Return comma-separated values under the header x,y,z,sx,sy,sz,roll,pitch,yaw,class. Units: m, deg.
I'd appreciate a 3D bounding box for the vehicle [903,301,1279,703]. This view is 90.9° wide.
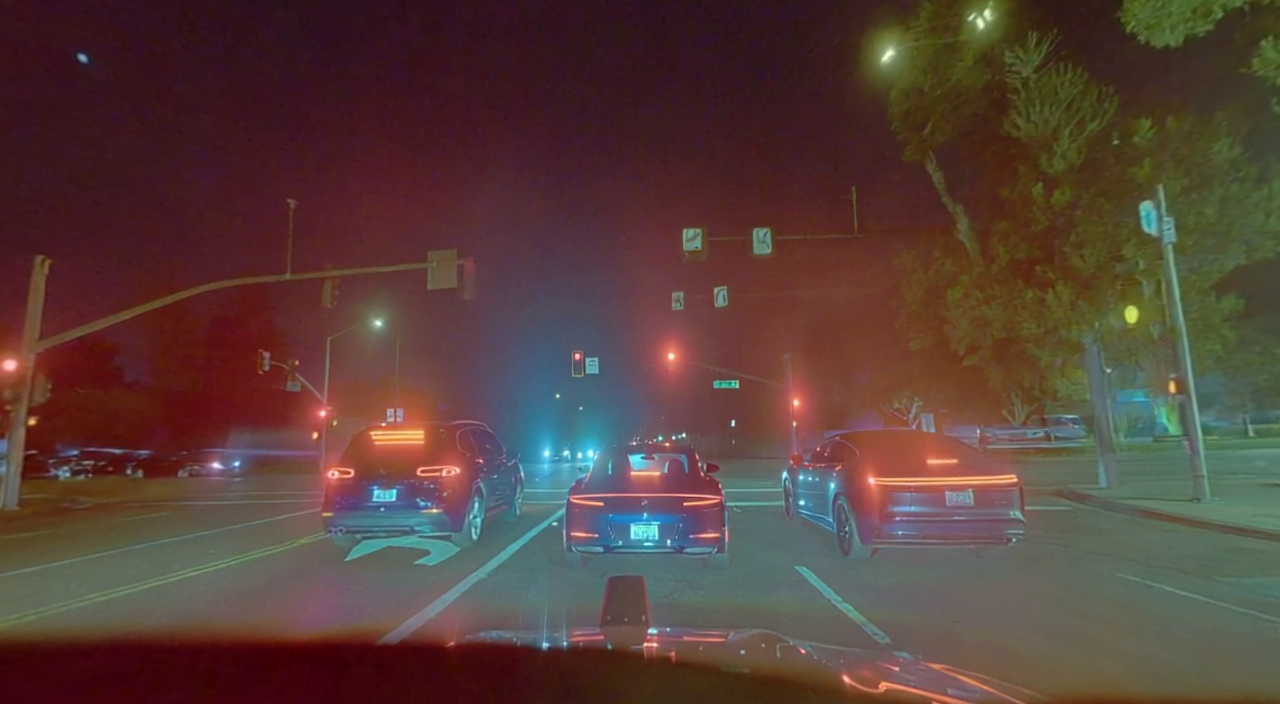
x,y,z,sx,sy,sz,roll,pitch,yaw,class
3.100,0.804,2.523,2.143,1.759,4.531,0,-8,1,vehicle

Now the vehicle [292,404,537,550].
x,y,z,sx,sy,sz,roll,pitch,yaw,class
-3.166,1.890,10.198,2.061,1.781,4.842,0,-8,1,vehicle

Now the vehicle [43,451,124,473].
x,y,z,sx,sy,sz,roll,pitch,yaw,class
-41.296,8.157,46.788,4.195,1.533,1.752,0,-8,-3,vehicle

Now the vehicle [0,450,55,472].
x,y,z,sx,sy,sz,roll,pitch,yaw,class
-46.156,7.962,46.166,4.545,1.558,1.833,0,-8,-4,vehicle

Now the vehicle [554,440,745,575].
x,y,z,sx,sy,sz,roll,pitch,yaw,class
0.114,1.870,8.380,1.945,1.343,3.827,0,-8,1,vehicle
